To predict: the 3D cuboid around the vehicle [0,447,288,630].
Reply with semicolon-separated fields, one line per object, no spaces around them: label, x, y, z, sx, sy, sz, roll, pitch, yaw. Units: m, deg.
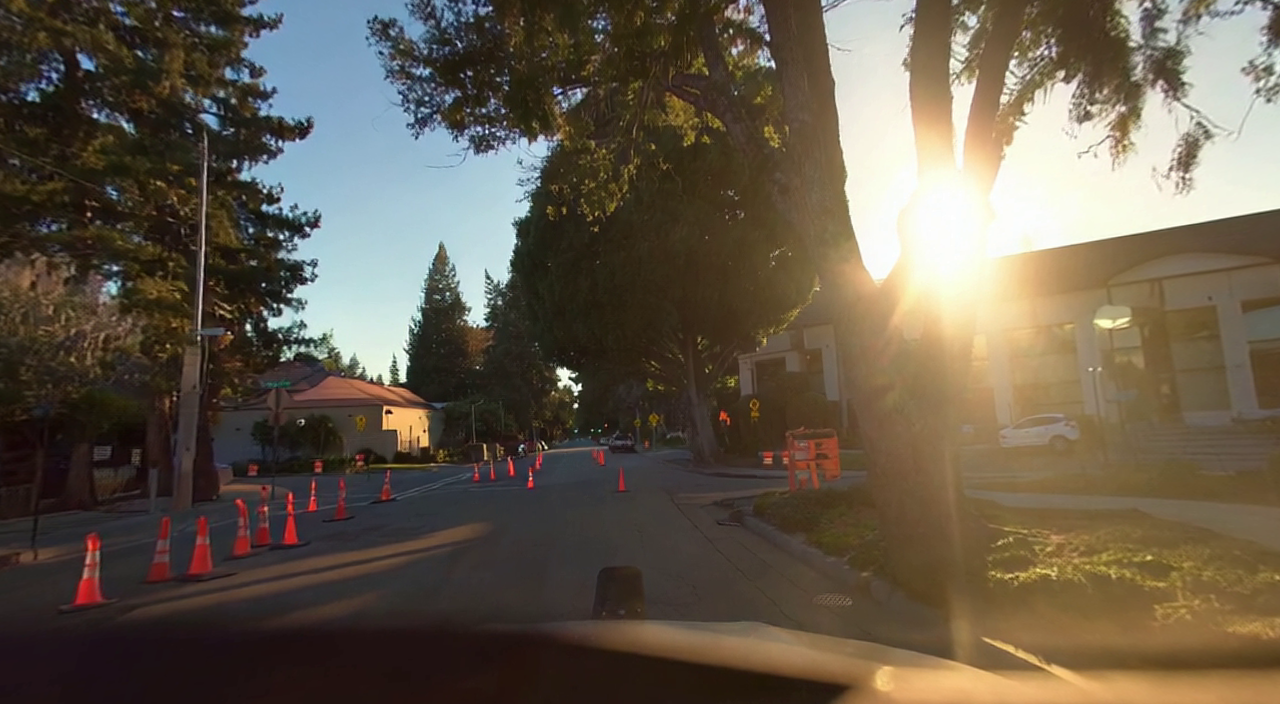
vehicle;-7.606;1.994;7.540;2.961;1.701;7.563;1;-8;-4
